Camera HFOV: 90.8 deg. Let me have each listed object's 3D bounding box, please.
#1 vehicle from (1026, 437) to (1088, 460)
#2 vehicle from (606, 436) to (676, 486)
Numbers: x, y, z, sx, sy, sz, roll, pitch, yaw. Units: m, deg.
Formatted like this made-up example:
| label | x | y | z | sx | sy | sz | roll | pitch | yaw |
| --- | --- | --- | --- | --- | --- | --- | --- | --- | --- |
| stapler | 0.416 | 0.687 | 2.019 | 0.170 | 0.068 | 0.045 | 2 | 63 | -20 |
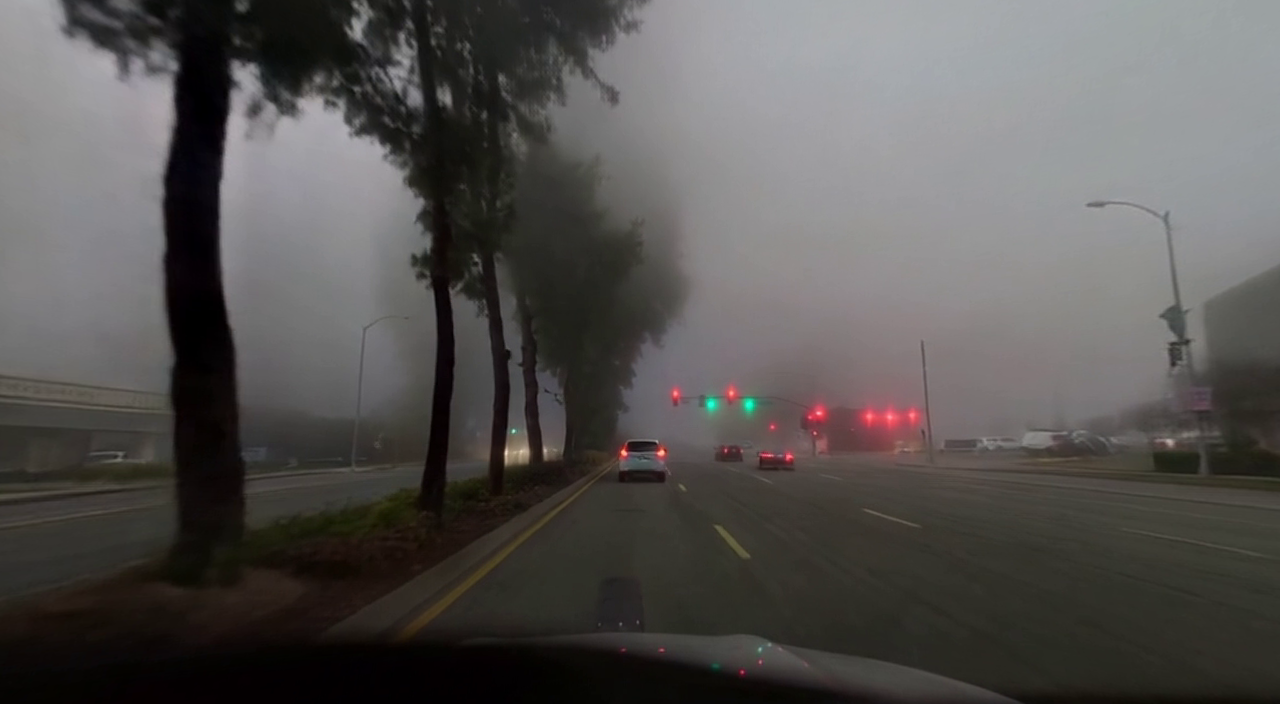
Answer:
| label | x | y | z | sx | sy | sz | roll | pitch | yaw |
| --- | --- | --- | --- | --- | --- | --- | --- | --- | --- |
| vehicle | 32.009 | 7.413 | 48.621 | 1.873 | 1.588 | 4.133 | -2 | -8 | -1 |
| vehicle | 0.023 | 3.526 | 20.725 | 2.064 | 1.477 | 3.968 | 0 | -9 | 0 |
